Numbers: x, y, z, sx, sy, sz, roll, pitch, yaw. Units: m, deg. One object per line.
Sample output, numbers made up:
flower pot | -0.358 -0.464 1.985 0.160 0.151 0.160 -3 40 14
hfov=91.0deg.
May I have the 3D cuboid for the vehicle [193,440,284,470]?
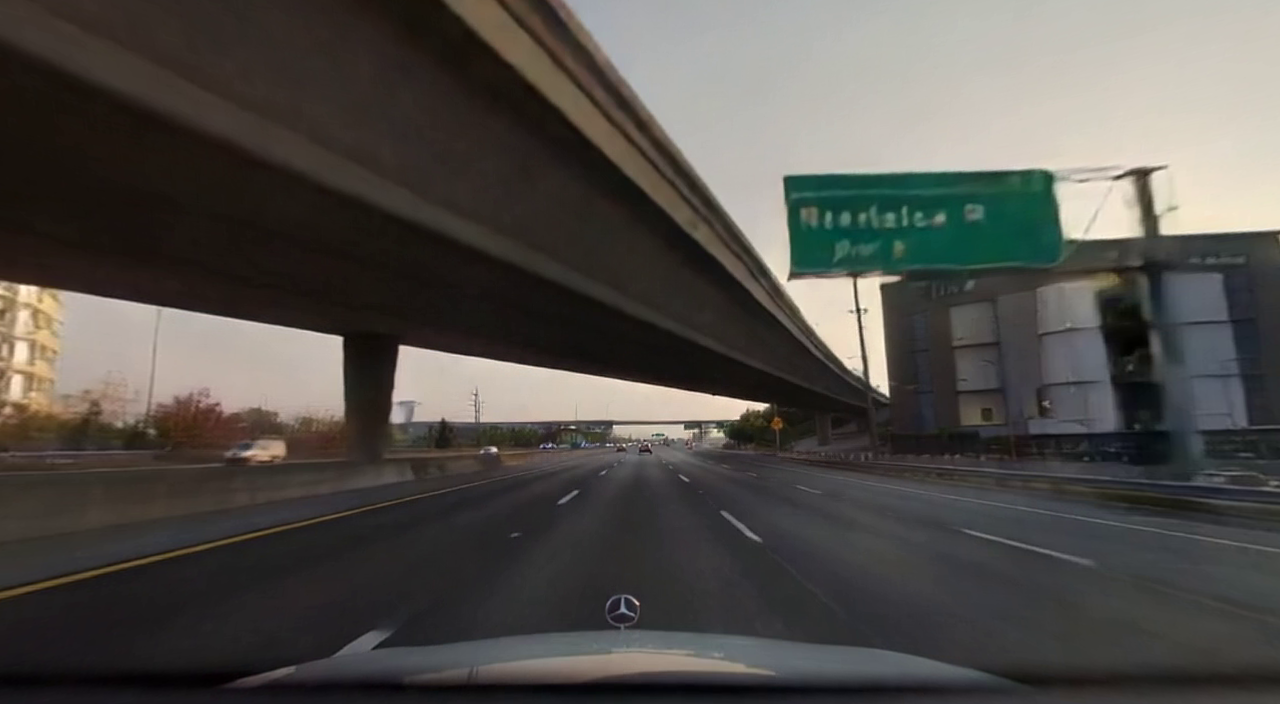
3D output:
vehicle | -27.480 7.077 43.429 2.244 1.913 5.868 0 -9 1
